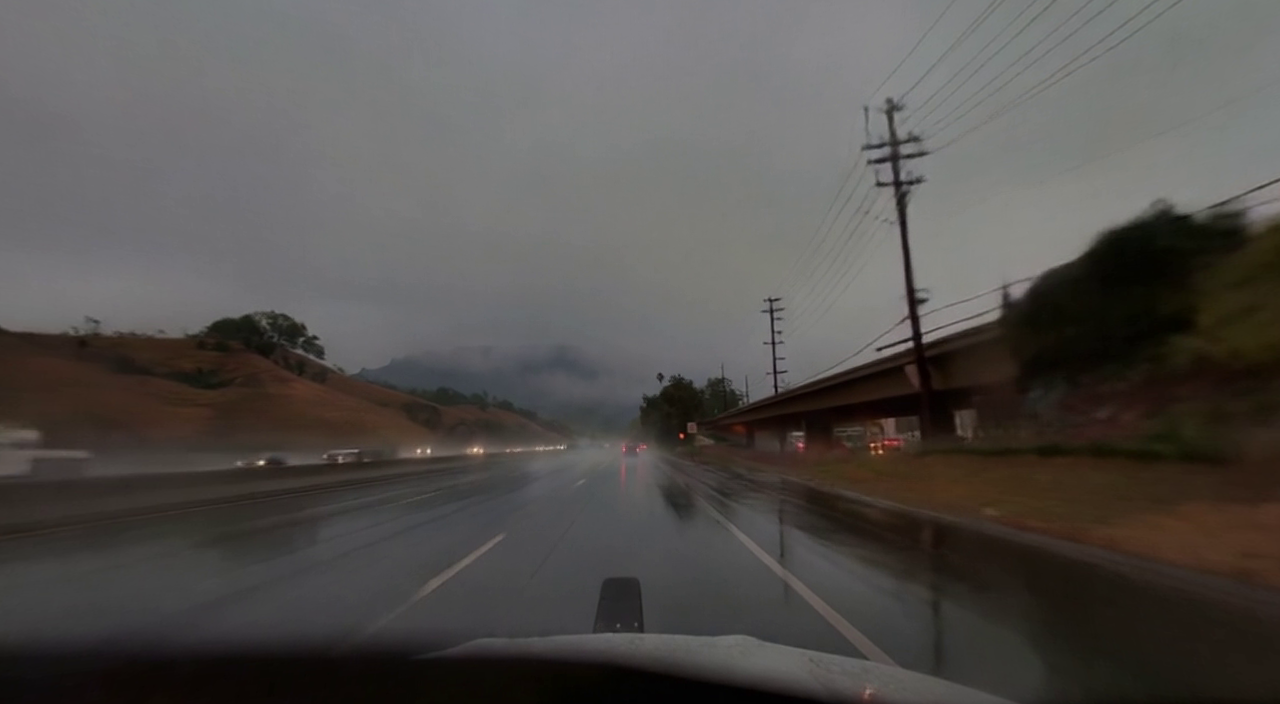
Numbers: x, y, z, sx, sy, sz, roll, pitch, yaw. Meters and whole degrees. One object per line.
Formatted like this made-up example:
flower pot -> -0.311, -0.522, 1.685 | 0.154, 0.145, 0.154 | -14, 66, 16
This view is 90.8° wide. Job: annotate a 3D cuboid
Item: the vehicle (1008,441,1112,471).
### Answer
vehicle -> 26.972, 6.667, 41.472 | 2.662, 1.574, 14.296 | -5, -9, 21
